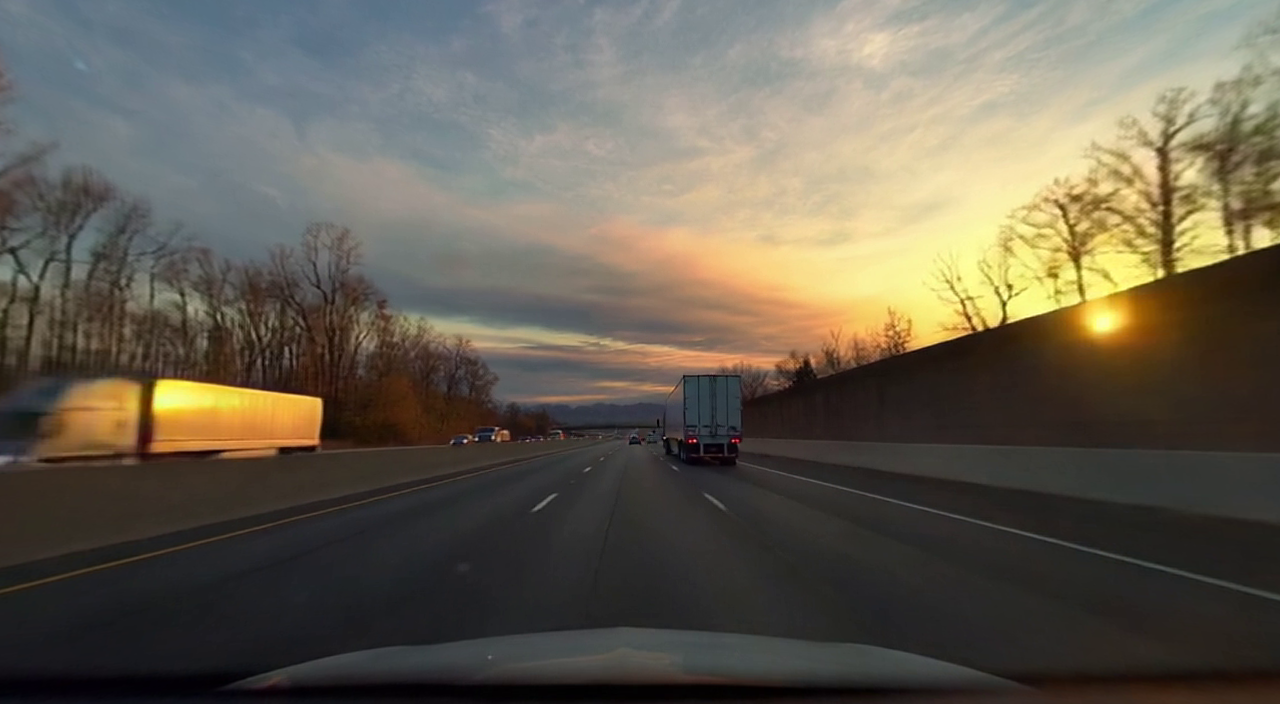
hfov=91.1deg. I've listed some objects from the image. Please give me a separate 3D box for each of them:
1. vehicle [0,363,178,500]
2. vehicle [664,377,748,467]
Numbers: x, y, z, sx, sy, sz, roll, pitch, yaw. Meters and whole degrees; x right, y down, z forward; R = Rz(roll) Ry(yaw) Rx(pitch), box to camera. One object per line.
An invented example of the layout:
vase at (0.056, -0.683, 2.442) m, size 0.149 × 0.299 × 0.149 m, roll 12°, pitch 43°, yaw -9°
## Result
vehicle at (-20.138, 2.775, 22.203) m, size 2.877 × 4.178 × 5.690 m, roll 0°, pitch -7°, yaw 3°
vehicle at (3.398, 4.244, 37.161) m, size 2.979 × 4.161 × 15.508 m, roll 1°, pitch -7°, yaw -1°
